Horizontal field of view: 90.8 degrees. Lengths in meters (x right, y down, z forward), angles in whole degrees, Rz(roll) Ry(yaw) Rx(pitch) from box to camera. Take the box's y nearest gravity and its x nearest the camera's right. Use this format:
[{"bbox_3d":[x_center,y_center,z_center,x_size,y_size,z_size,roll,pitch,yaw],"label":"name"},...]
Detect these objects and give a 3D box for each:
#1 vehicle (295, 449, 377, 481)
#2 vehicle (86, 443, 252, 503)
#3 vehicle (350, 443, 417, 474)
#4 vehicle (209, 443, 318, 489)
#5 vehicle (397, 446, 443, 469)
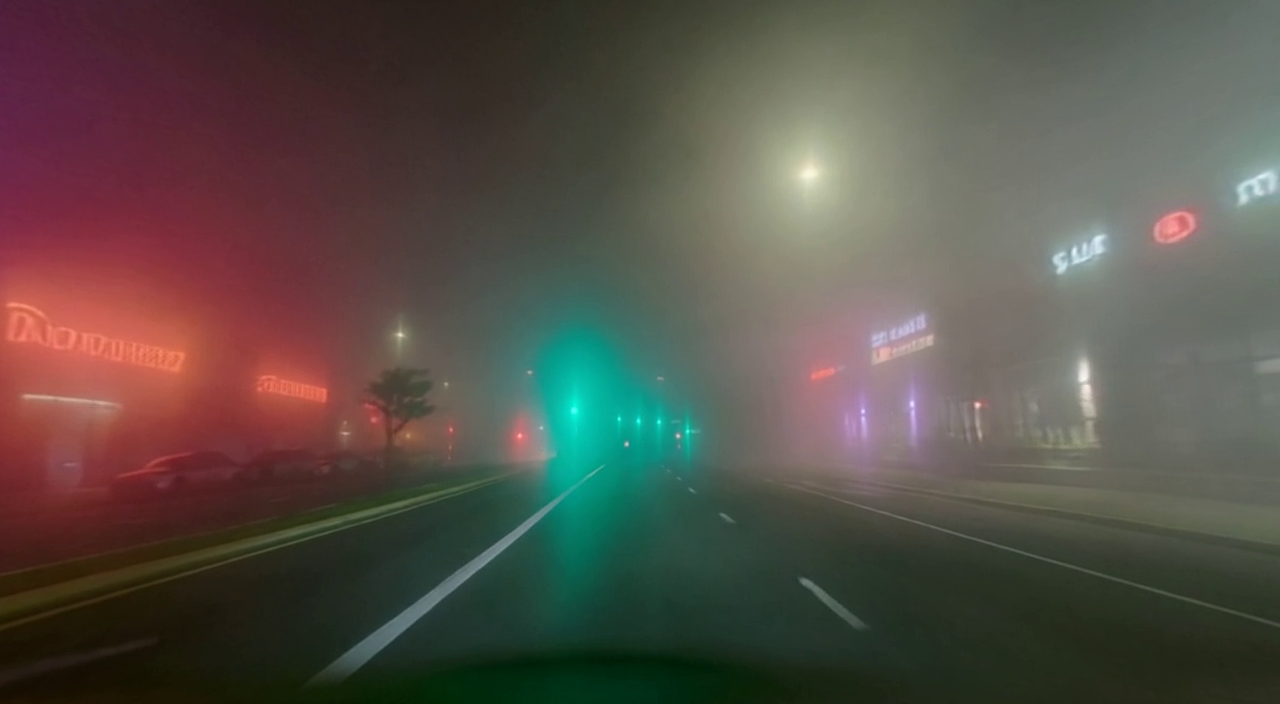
[{"bbox_3d":[-15.445,5.730,32.401,1.776,1.468,5.089,0,-8,-1],"label":"vehicle"},{"bbox_3d":[-15.515,3.963,21.268,1.950,1.749,5.006,1,-8,-4],"label":"vehicle"},{"bbox_3d":[-15.623,6.501,38.785,1.978,1.760,5.097,0,-8,0],"label":"vehicle"},{"bbox_3d":[-15.870,4.787,26.954,1.880,1.791,4.666,0,-8,-2],"label":"vehicle"},{"bbox_3d":[-15.831,7.609,45.701,1.831,1.599,4.080,0,-8,0],"label":"vehicle"}]
